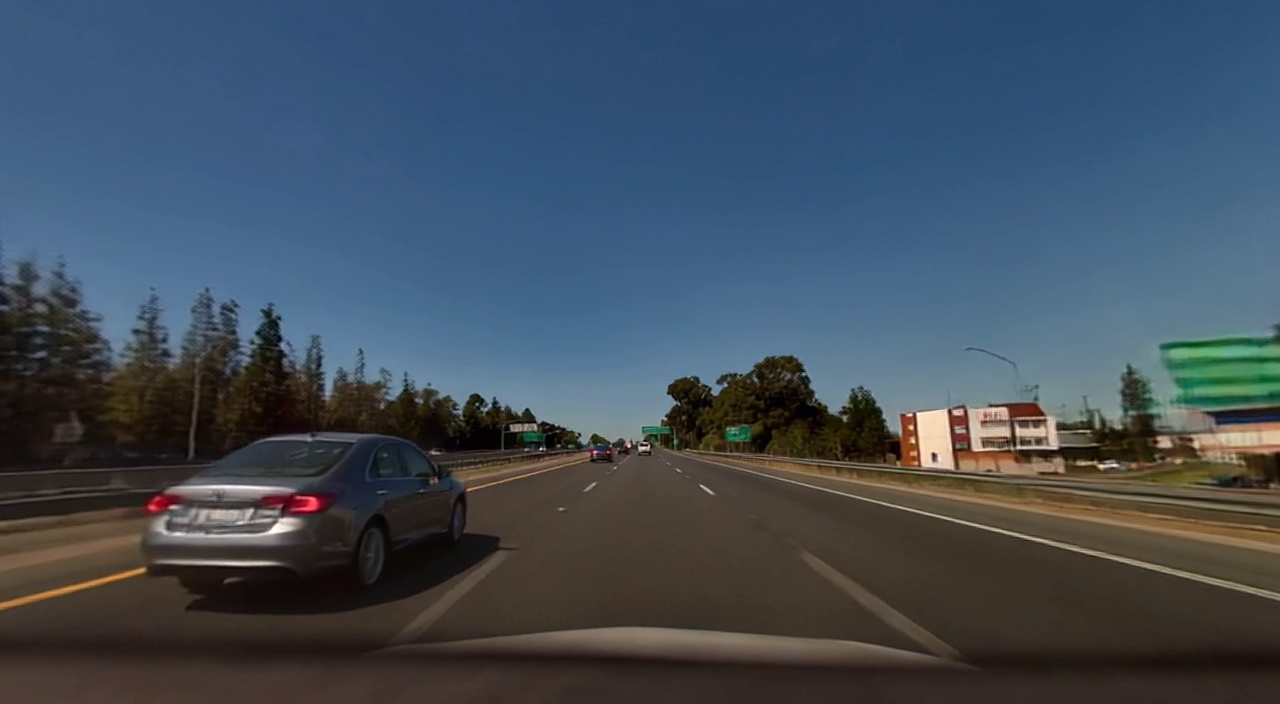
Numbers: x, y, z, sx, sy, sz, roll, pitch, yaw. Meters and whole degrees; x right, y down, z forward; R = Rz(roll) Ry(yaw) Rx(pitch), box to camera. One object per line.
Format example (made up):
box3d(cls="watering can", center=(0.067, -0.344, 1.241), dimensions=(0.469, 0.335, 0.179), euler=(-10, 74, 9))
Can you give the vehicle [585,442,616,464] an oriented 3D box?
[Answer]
box3d(cls="vehicle", center=(-2.917, 7.592, 47.476), dimensions=(2.015, 1.557, 4.229), euler=(0, -9, 1))
